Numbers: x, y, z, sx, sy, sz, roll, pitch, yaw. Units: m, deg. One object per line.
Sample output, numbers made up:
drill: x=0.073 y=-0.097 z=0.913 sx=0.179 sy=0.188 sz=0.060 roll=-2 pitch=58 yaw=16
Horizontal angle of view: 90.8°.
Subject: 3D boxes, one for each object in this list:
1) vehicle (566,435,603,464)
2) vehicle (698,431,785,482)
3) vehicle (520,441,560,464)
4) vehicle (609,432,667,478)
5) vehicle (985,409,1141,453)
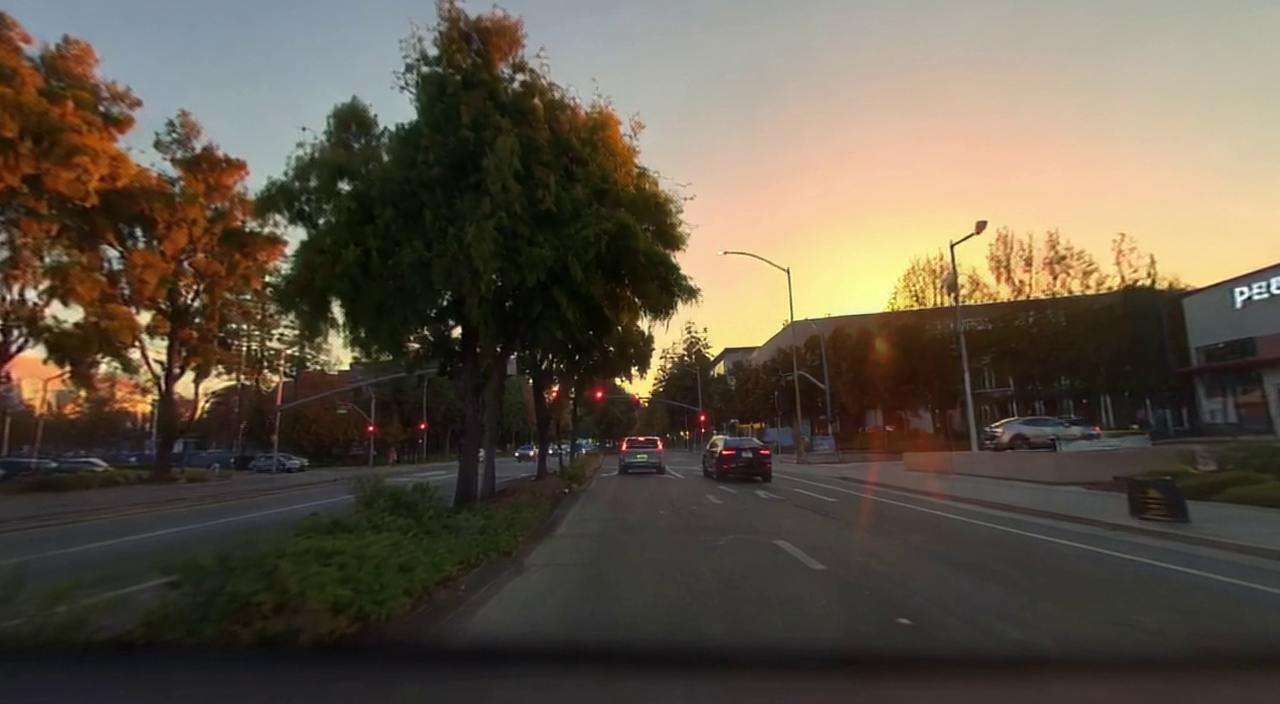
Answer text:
vehicle: x=-3.623 y=6.467 z=42.007 sx=2.106 sy=1.778 sz=4.444 roll=0 pitch=-9 yaw=0
vehicle: x=3.524 y=3.748 z=22.927 sx=2.198 sy=1.660 sz=4.512 roll=0 pitch=-9 yaw=-3
vehicle: x=-6.686 y=6.771 z=42.673 sx=1.954 sy=1.473 sz=4.350 roll=0 pitch=-9 yaw=1
vehicle: x=-0.153 y=4.137 z=25.599 sx=2.146 sy=1.685 sz=4.003 roll=0 pitch=-9 yaw=-2
vehicle: x=15.627 y=2.978 z=23.572 sx=4.344 sy=1.512 sz=1.936 roll=-1 pitch=-9 yaw=5
